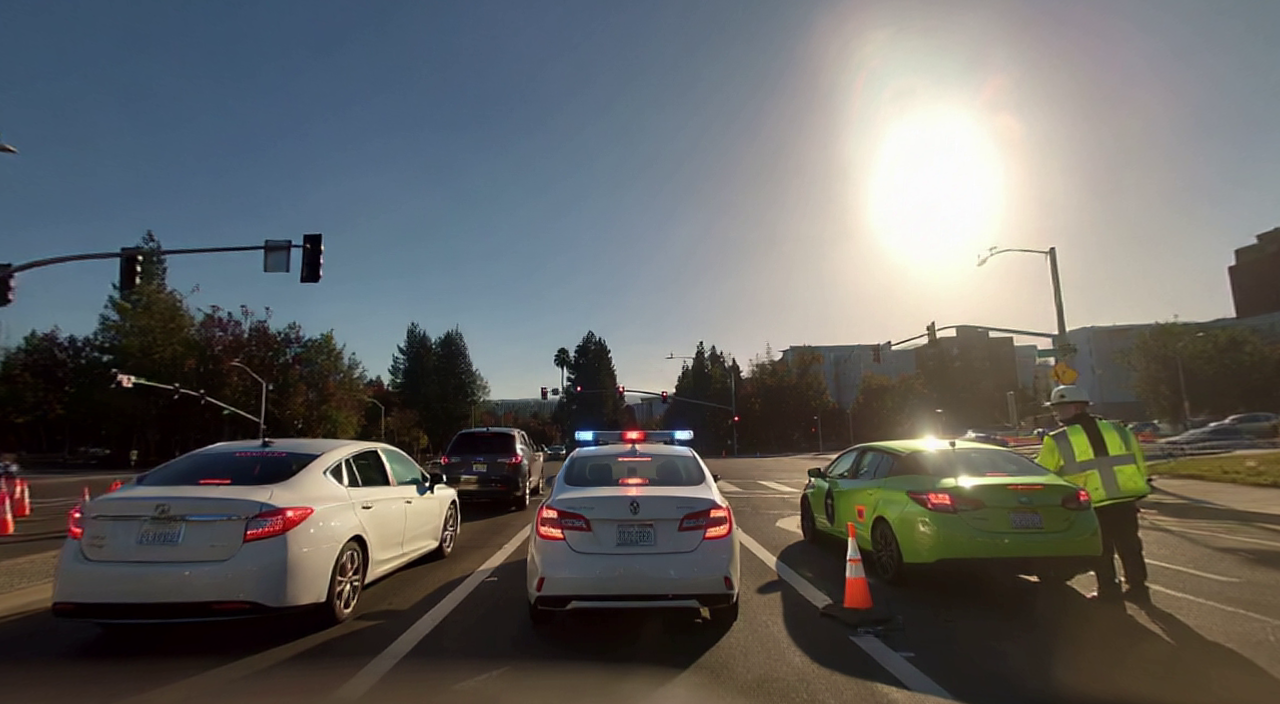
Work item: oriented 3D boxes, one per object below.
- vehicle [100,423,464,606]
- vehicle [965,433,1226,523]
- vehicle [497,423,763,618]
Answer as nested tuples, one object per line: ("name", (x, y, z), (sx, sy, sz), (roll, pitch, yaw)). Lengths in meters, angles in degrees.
("vehicle", (-3.608, 1.681, 7.397), (1.863, 1.526, 4.006), (0, -9, 1))
("vehicle", (9.356, 2.588, 13.595), (1.957, 1.576, 4.670), (0, -9, -3))
("vehicle", (-0.124, 1.631, 7.113), (2.061, 1.486, 4.332), (0, -8, -1))
